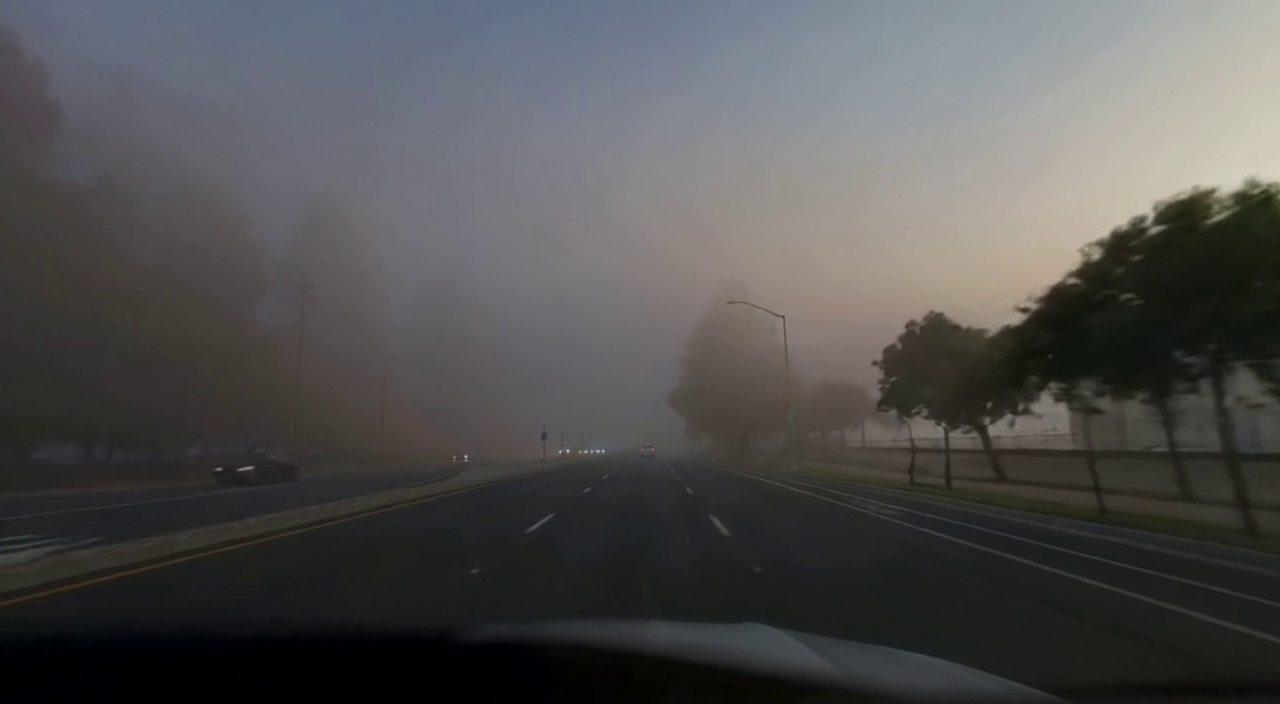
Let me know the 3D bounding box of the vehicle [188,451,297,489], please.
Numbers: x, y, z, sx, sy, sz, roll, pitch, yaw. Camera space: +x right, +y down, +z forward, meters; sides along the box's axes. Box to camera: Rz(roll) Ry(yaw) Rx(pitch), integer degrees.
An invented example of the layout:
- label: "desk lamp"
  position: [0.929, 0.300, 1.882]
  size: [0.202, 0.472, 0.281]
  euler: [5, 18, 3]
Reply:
- label: "vehicle"
  position: [-18.308, 5.428, 29.336]
  size: [1.874, 1.467, 4.649]
  euler: [-2, -8, 3]
